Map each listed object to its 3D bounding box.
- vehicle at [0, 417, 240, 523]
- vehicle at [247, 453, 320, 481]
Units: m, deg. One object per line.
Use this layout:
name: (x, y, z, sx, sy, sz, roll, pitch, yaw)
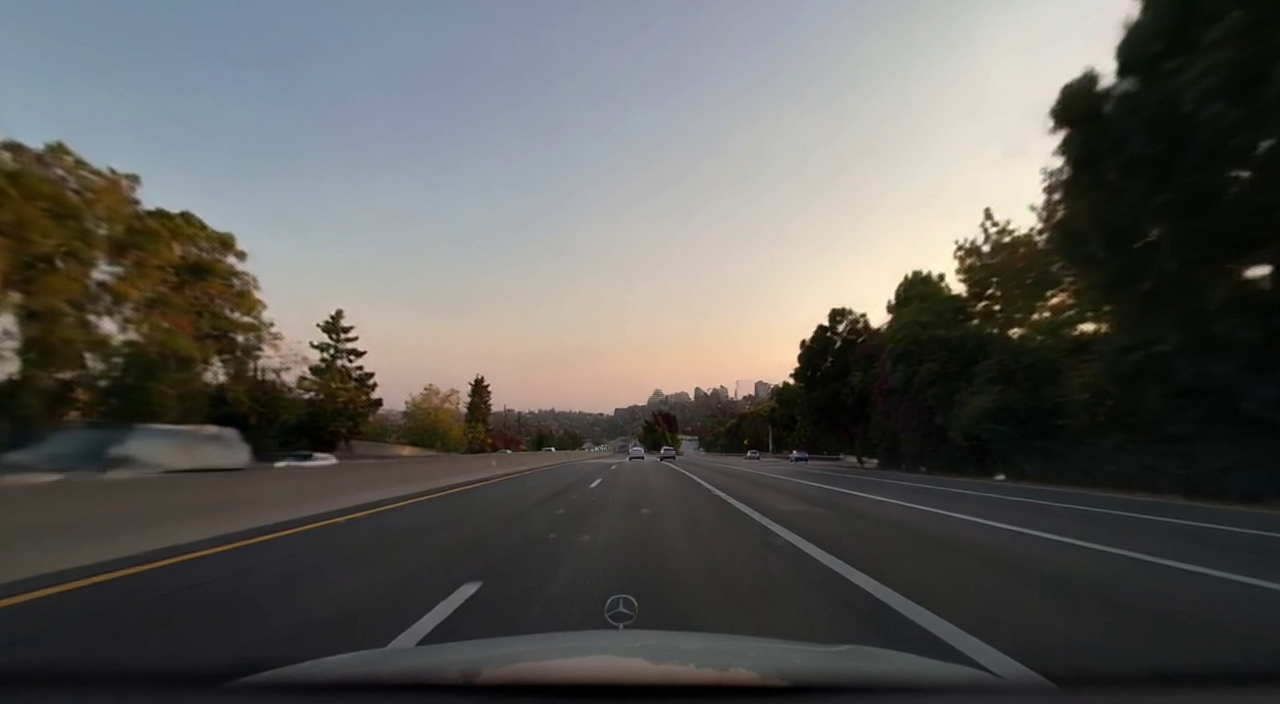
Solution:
vehicle: (-9.842, 2.046, 11.620, 1.915, 1.524, 4.623, 0, -8, 0)
vehicle: (-20.917, 6.727, 37.296, 1.672, 1.402, 4.632, 0, -7, 0)
